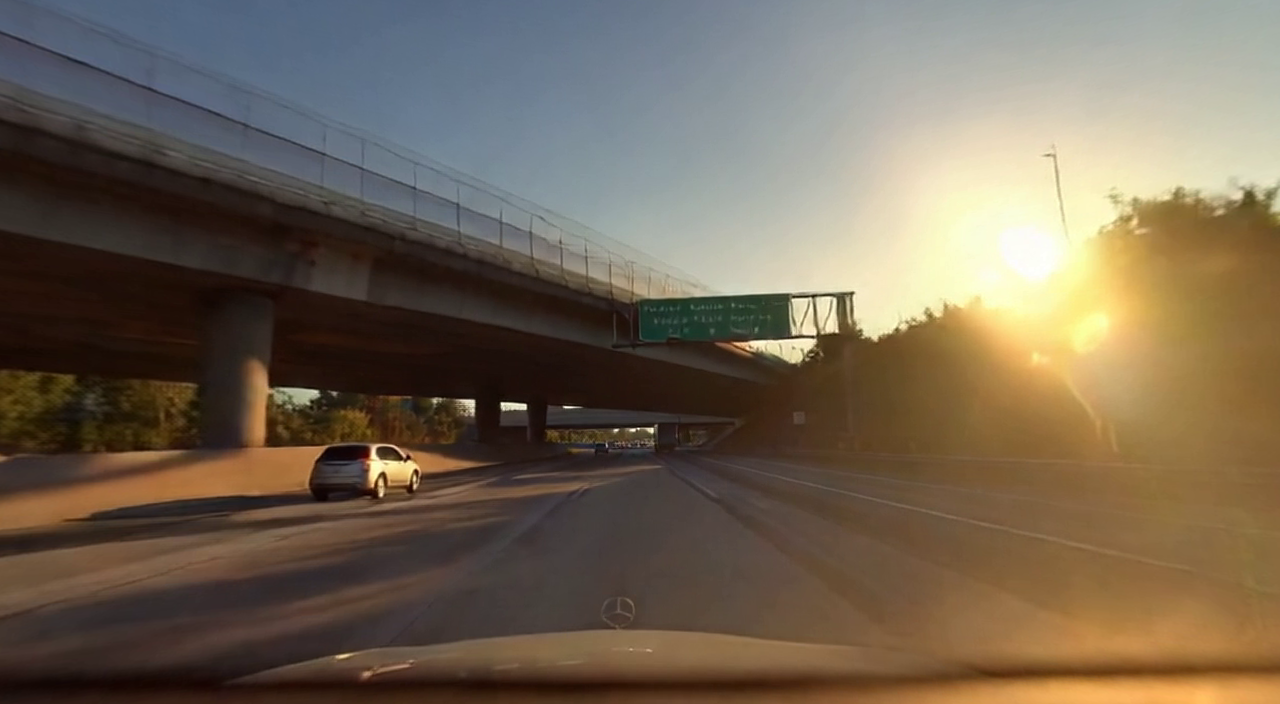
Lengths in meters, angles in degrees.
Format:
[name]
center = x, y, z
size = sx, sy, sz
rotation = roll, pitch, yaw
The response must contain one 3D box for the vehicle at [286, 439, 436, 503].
[vehicle]
center = -7.334, 3.151, 17.227
size = 2.033, 1.494, 4.508
rotation = 0, -9, 0
